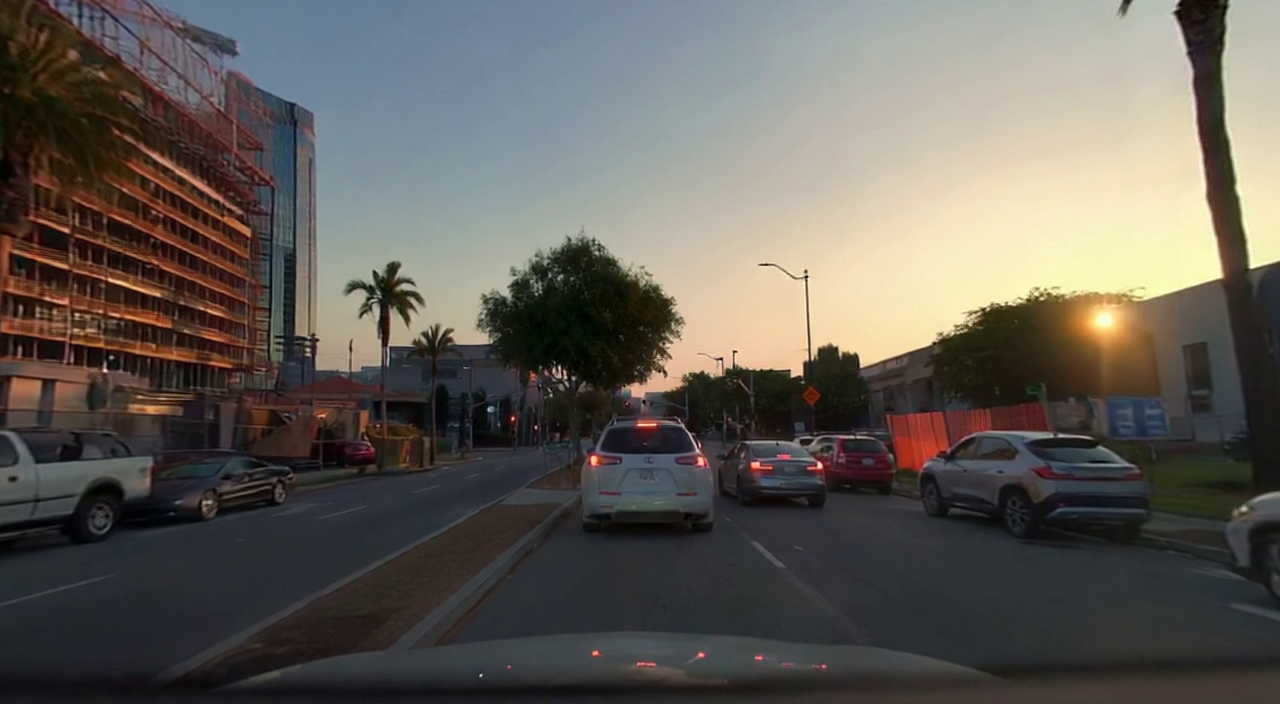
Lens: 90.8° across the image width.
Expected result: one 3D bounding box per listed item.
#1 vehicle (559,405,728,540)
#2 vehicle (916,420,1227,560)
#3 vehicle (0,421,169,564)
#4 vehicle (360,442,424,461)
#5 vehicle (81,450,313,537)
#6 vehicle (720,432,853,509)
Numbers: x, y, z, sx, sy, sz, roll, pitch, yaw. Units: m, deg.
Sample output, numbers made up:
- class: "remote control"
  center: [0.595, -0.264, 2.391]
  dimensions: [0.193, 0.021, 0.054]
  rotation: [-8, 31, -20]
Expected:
- class: "vehicle"
  center: [0.026, 1.930, 10.671]
  dimensions: [2.264, 1.798, 4.258]
  rotation: [0, -8, 0]
- class: "vehicle"
  center: [6.187, 1.952, 9.819]
  dimensions: [1.819, 1.672, 4.139]
  rotation: [0, -7, -1]
- class: "vehicle"
  center: [-9.991, 2.063, 8.784]
  dimensions: [2.294, 1.948, 6.025]
  rotation: [-6, -10, 0]
- class: "vehicle"
  center: [-19.402, 7.781, 49.590]
  dimensions: [1.759, 1.457, 4.297]
  rotation: [-7, -11, 38]
- class: "vehicle"
  center: [-9.827, 3.113, 14.619]
  dimensions: [2.054, 1.467, 4.595]
  rotation: [-3, -7, 1]
- class: "vehicle"
  center: [3.140, 2.631, 14.487]
  dimensions: [1.999, 1.487, 3.939]
  rotation: [0, -8, -2]
